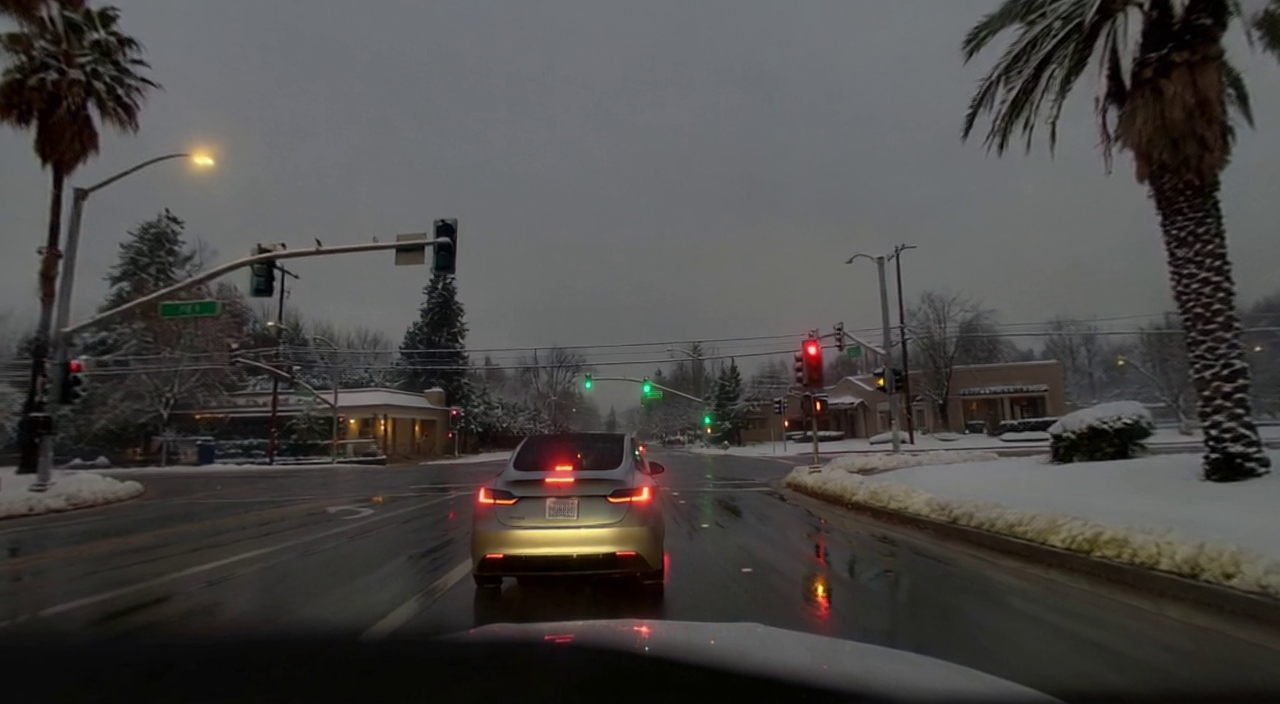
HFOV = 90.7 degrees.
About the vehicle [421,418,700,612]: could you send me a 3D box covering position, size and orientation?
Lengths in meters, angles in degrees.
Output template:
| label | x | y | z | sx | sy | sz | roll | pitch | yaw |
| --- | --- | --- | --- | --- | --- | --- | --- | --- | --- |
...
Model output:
| label | x | y | z | sx | sy | sz | roll | pitch | yaw |
| --- | --- | --- | --- | --- | --- | --- | --- | --- | --- |
| vehicle | -0.629 | 1.578 | 7.080 | 2.152 | 1.478 | 4.229 | 0 | -8 | 0 |
